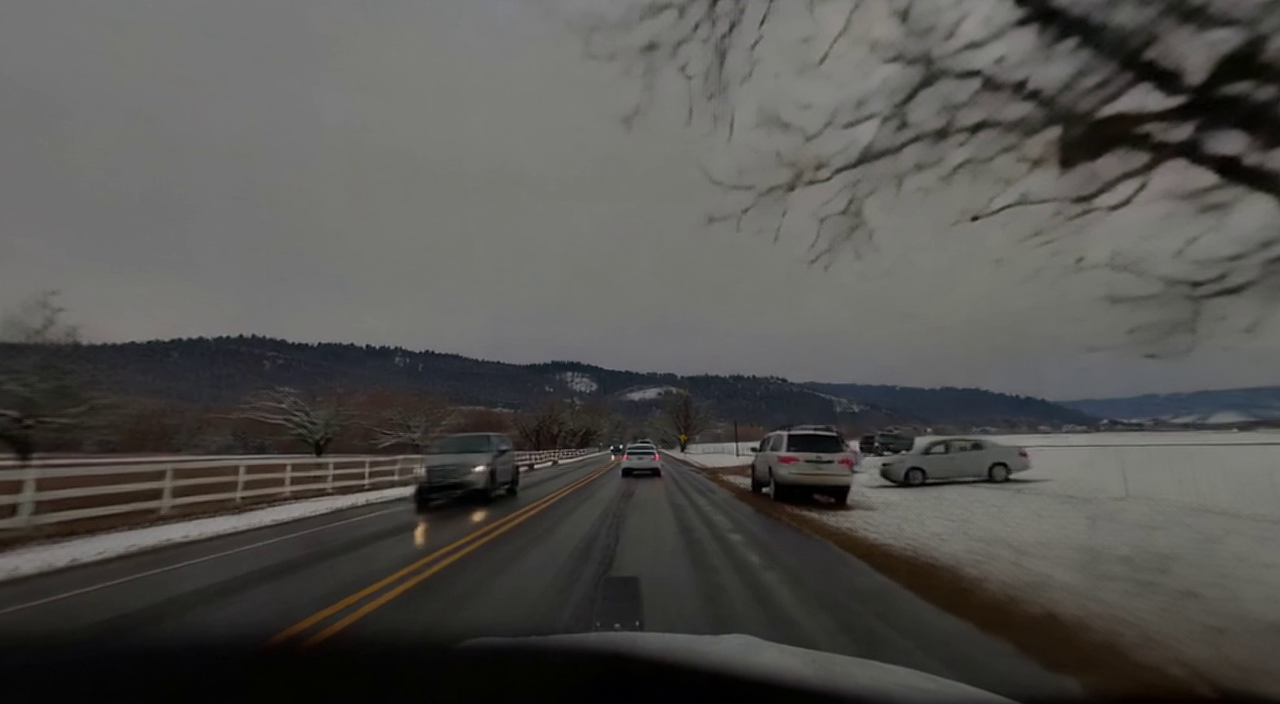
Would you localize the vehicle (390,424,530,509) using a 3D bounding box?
[{"bbox_3d":[-4.652,3.056,17.372,2.221,1.965,5.135,0,-8,1],"label":"vehicle"}]

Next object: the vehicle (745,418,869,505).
[{"bbox_3d":[4.265,2.905,17.156,2.348,1.969,5.269,-1,-8,5],"label":"vehicle"}]

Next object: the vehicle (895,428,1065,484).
[{"bbox_3d":[10.379,3.202,19.716,1.975,1.545,4.333,3,-9,-21],"label":"vehicle"}]

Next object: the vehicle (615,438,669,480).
[{"bbox_3d":[0.098,4.641,27.576,2.158,1.669,4.006,0,-8,1],"label":"vehicle"}]
